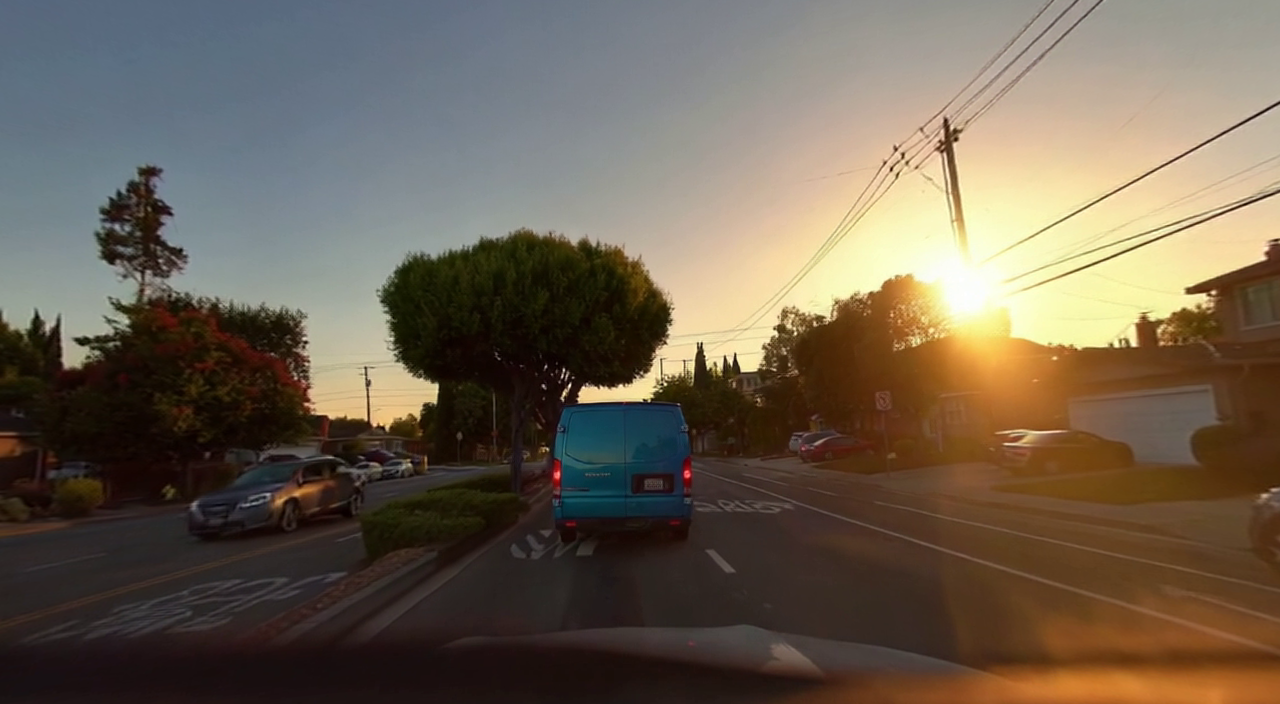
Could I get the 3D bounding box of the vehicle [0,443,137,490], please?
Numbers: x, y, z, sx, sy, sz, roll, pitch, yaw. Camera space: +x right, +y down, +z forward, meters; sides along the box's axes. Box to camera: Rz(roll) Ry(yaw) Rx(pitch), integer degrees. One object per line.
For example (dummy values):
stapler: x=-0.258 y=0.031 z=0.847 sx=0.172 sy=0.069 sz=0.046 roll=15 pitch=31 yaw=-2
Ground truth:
vehicle: x=-26.943 y=5.293 z=29.409 sx=5.026 sy=2.017 sz=2.215 roll=0 pitch=-9 yaw=-2

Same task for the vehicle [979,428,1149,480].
vehicle: x=13.136 y=3.163 z=19.760 sx=3.916 sy=1.517 sz=1.887 roll=0 pitch=-9 yaw=-2

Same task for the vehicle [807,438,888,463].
vehicle: x=13.097 y=6.238 z=40.040 sx=4.483 sy=1.463 sz=1.805 roll=0 pitch=-9 yaw=-1

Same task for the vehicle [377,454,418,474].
vehicle: x=-18.131 y=8.349 z=47.345 sx=1.633 sy=1.398 sz=3.729 roll=0 pitch=-9 yaw=0

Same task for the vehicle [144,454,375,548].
vehicle: x=-7.288 y=2.846 z=12.801 sx=1.962 sy=1.481 sz=4.434 roll=0 pitch=-9 yaw=-1

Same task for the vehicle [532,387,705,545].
vehicle: x=-0.335 y=1.917 z=11.132 sx=2.342 sy=2.142 sz=4.809 roll=0 pitch=-9 yaw=-1
